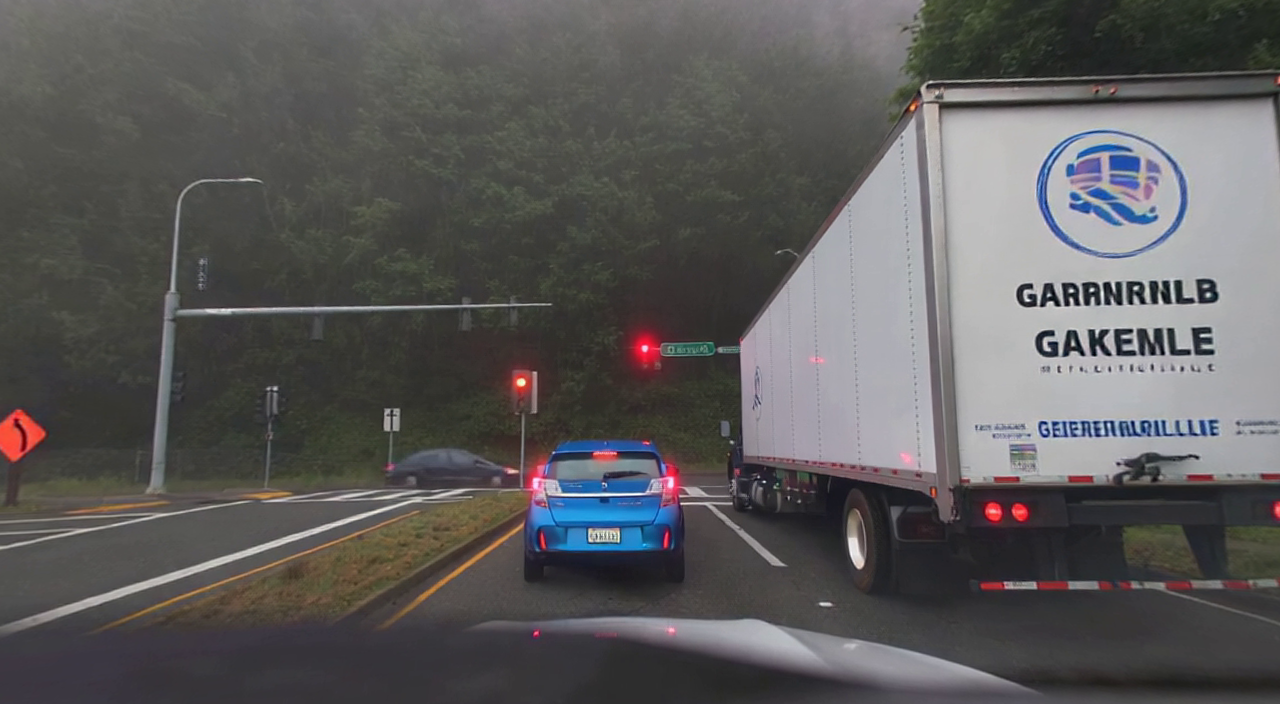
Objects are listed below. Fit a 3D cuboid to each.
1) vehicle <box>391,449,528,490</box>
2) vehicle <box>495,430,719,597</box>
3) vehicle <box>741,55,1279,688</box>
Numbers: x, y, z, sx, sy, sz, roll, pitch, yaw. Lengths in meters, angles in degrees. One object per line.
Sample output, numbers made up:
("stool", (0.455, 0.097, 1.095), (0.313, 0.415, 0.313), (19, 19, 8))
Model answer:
("vehicle", (-6.752, 4.453, 24.070), (4.761, 1.436, 1.870), (1, -9, -8))
("vehicle", (-0.328, 1.713, 7.425), (1.975, 1.457, 3.526), (0, -9, -1))
("vehicle", (3.511, 0.725, 8.542), (2.884, 3.753, 9.763), (0, -9, 1))
